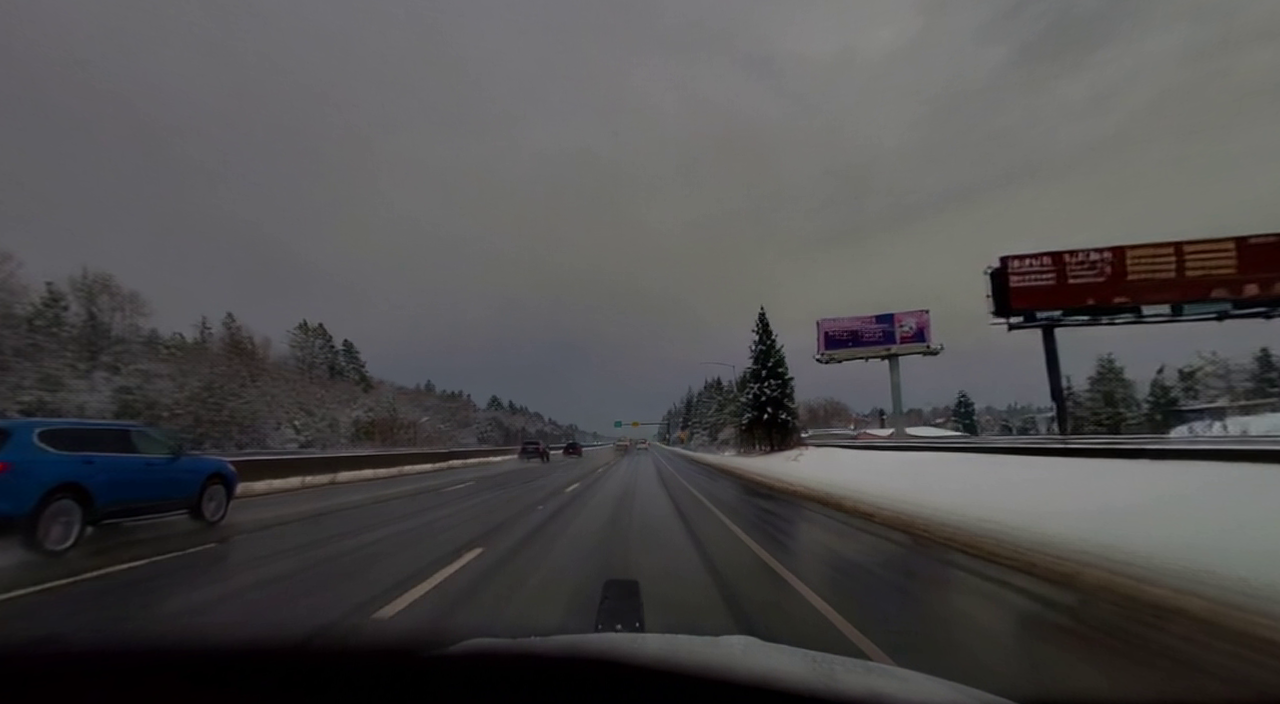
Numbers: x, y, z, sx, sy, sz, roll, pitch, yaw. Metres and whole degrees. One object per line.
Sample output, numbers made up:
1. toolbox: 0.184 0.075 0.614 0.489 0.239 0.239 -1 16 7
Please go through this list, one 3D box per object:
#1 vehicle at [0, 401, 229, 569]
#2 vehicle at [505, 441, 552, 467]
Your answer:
1. vehicle: -7.538 1.503 7.440 2.055 1.683 4.804 0 -9 1
2. vehicle: -6.954 6.402 39.848 2.008 1.520 4.731 0 -9 1
